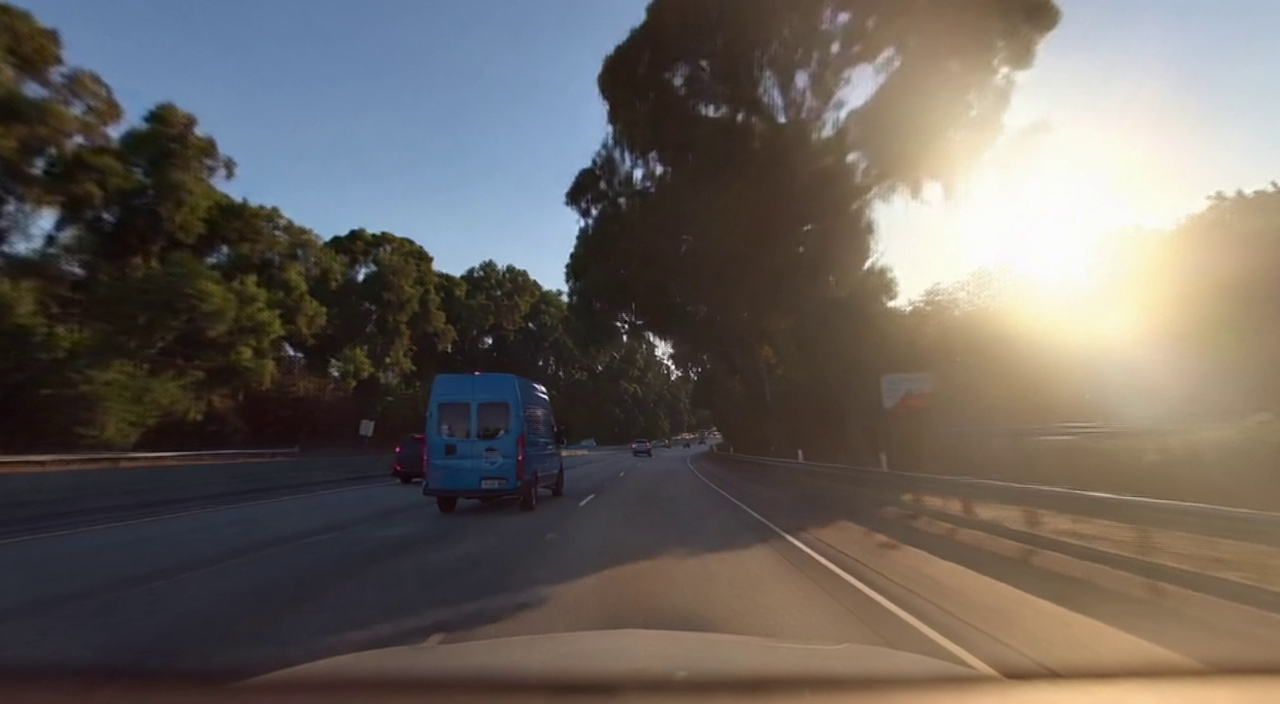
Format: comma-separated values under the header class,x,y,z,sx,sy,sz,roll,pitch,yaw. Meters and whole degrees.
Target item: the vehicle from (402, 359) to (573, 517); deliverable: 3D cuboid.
class,x,y,z,sx,sy,sz,roll,pitch,yaw
vehicle,-3.097,1.976,14.469,2.319,2.883,5.632,0,-8,2
